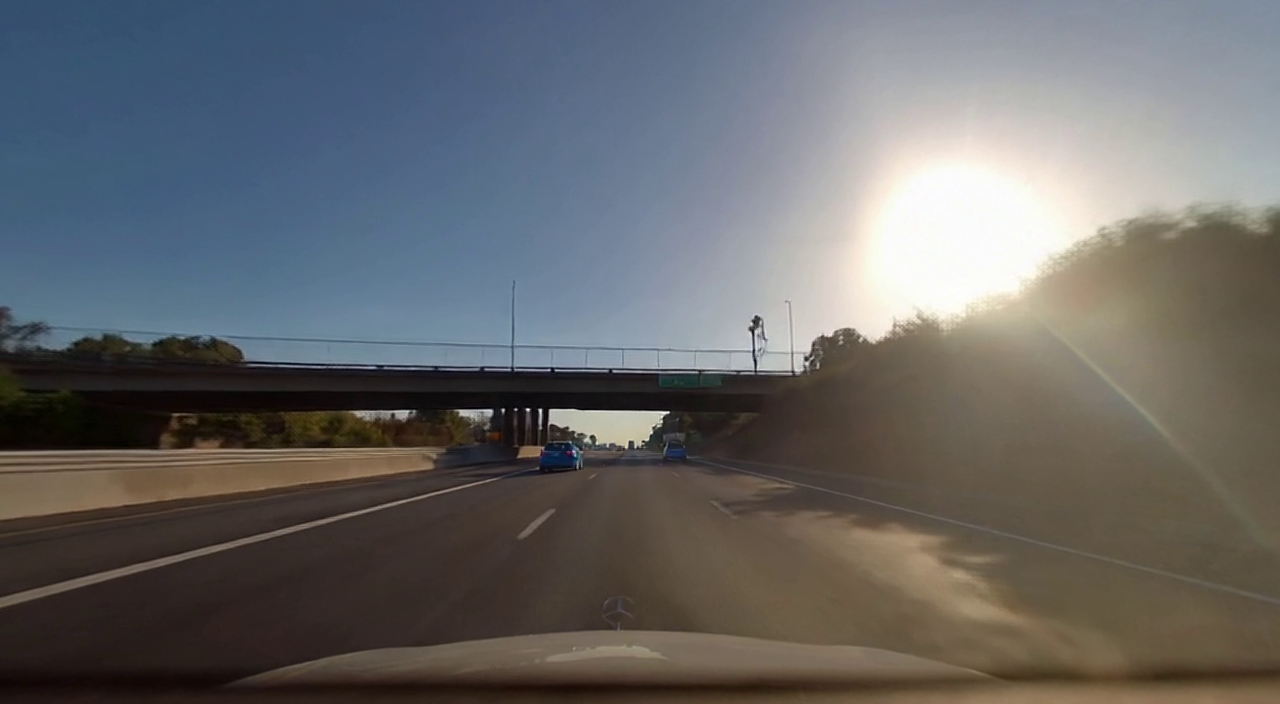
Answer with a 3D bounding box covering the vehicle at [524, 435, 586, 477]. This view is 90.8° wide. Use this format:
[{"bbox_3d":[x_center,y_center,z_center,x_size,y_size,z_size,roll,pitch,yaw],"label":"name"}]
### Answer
[{"bbox_3d":[-3.889,4.859,29.771,2.205,1.773,5.124,0,-9,0],"label":"vehicle"}]
